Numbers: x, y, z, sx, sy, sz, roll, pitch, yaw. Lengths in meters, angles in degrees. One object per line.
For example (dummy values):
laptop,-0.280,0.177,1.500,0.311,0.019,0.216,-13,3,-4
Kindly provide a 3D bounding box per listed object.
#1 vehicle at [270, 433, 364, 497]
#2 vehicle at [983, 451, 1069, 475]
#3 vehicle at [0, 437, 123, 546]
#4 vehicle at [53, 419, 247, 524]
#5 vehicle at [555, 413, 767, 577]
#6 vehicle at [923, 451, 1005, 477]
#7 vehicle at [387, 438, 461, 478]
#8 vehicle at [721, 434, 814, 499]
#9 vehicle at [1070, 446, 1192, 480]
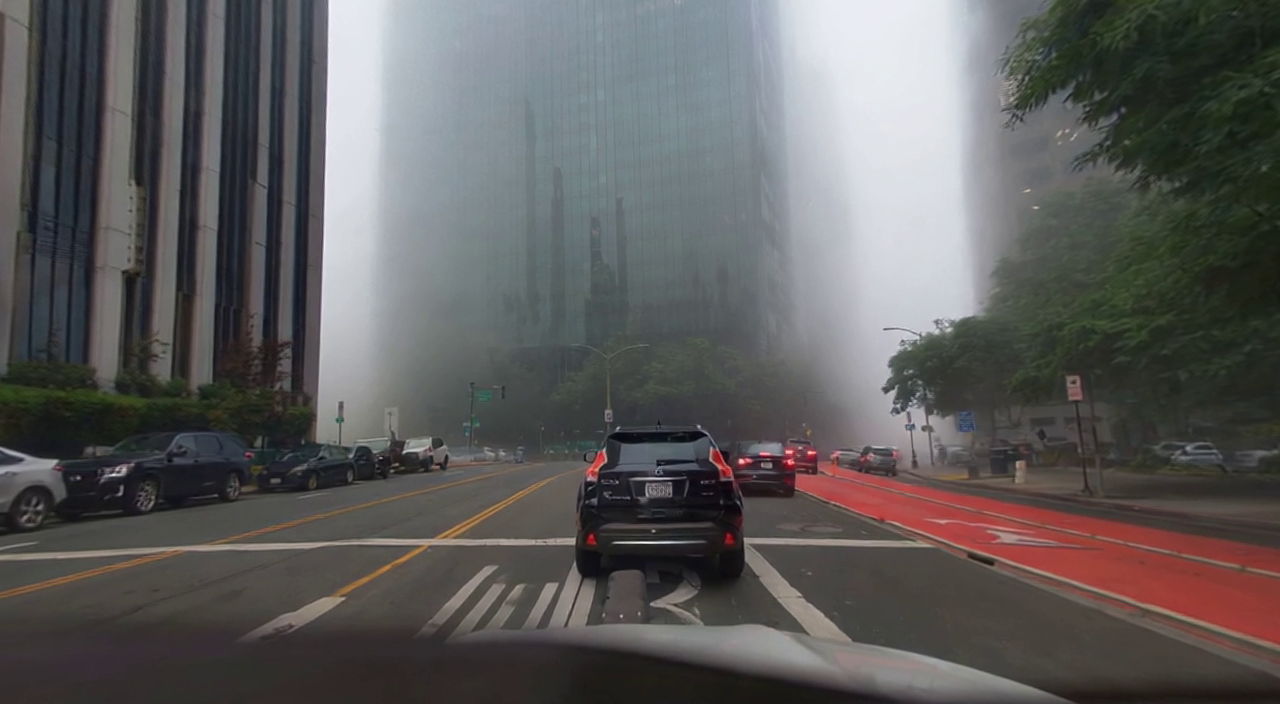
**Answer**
vehicle,-10.961,3.820,21.679,1.559,1.973,3.419,0,-8,-4
vehicle,28.268,8.067,46.328,5.153,1.626,1.895,-6,-11,36
vehicle,-9.975,1.980,8.918,1.844,1.524,4.371,0,-8,-4
vehicle,-10.334,2.507,13.696,1.543,1.946,3.454,1,-8,-5
vehicle,0.262,1.804,8.728,2.192,1.695,4.142,0,-8,1
vehicle,23.338,8.029,45.626,4.956,1.706,1.822,-6,-10,34
vehicle,-11.648,5.738,34.575,2.338,1.963,5.740,0,-8,-3
vehicle,3.856,3.555,20.090,2.143,1.793,4.763,0,-8,2
vehicle,31.139,7.027,40.376,5.890,1.996,2.155,-6,-10,34
